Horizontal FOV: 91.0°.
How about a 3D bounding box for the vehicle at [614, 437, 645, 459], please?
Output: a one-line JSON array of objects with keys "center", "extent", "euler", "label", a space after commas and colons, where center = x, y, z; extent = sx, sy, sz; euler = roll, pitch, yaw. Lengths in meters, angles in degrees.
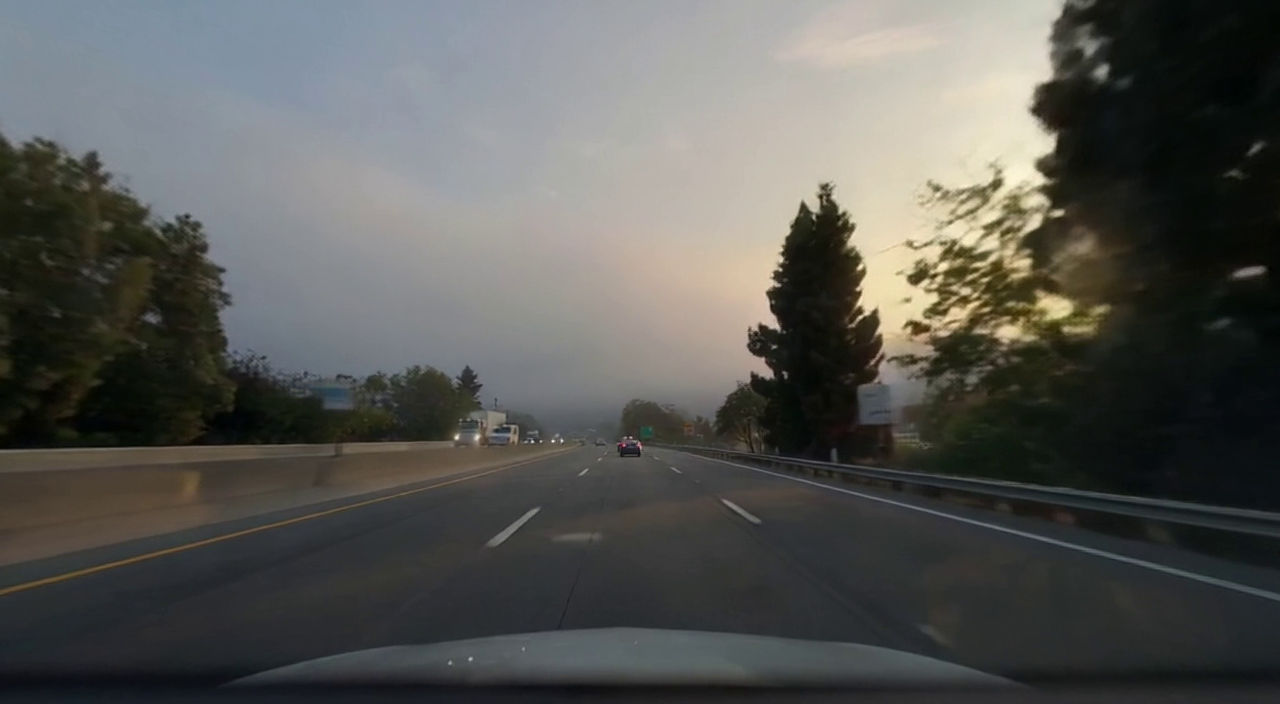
[{"center": [-0.796, 7.004, 45.843], "extent": [2.099, 1.504, 3.843], "euler": [0, -8, -2], "label": "vehicle"}]
